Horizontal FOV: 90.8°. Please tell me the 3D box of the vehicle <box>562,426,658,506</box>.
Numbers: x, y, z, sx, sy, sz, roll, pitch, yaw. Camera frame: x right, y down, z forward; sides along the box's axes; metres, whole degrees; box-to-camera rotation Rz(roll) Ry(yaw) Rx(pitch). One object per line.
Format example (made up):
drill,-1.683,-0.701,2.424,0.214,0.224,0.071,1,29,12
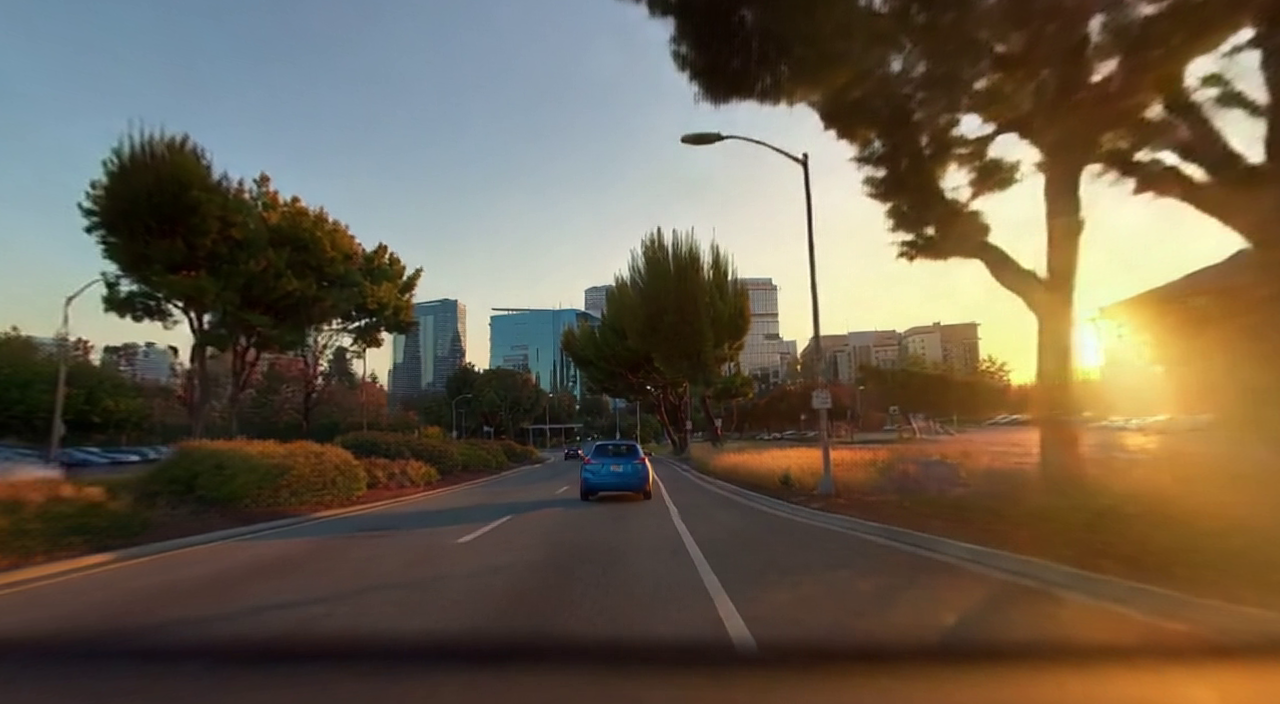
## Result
vehicle,-0.689,2.877,16.321,2.131,1.761,4.242,0,-8,0
